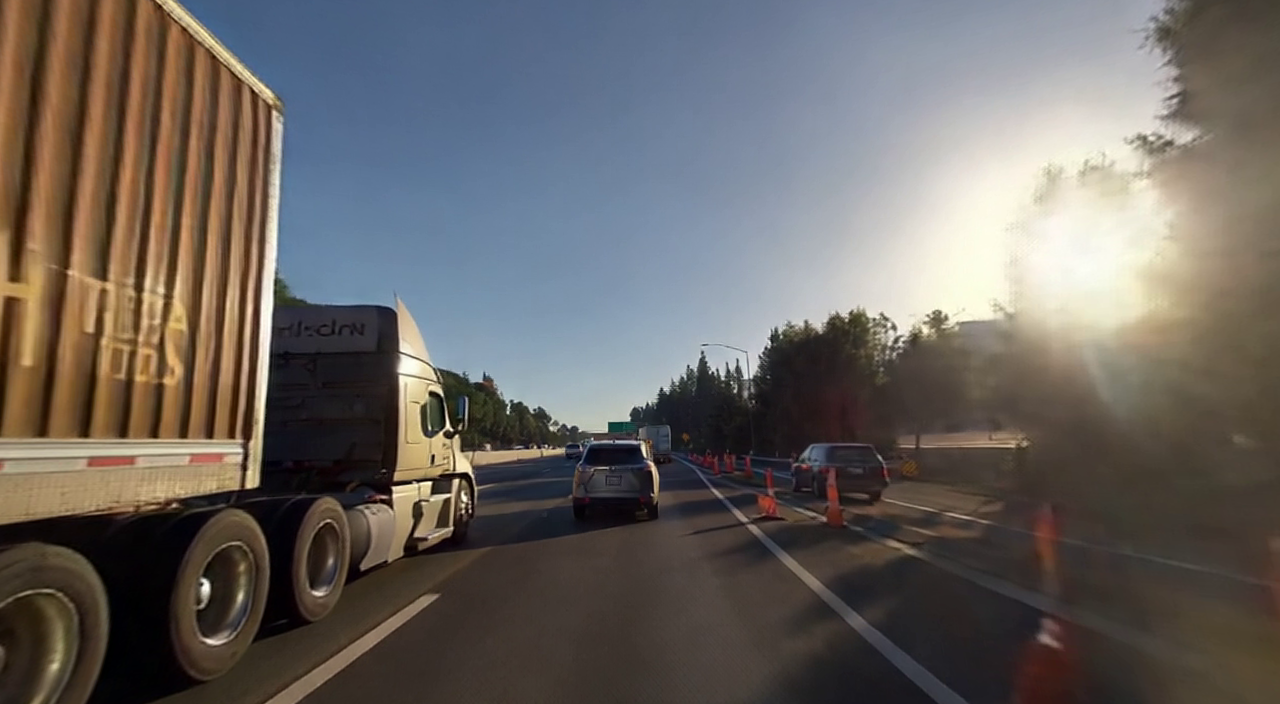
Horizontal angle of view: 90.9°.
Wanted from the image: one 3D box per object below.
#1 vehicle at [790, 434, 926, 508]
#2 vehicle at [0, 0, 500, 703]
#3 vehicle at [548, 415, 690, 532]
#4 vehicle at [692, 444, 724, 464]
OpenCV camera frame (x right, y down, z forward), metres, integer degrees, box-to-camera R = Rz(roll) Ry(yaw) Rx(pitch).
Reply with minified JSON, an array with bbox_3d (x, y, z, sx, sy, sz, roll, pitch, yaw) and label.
[{"bbox_3d":[5.239,2.900,15.792,1.937,1.601,3.798,0,-9,-2],"label":"vehicle"},{"bbox_3d":[-3.703,-0.331,2.300,2.857,4.063,16.026,0,-8,0],"label":"vehicle"},{"bbox_3d":[-0.326,2.156,11.665,2.152,1.779,3.924,0,-9,0],"label":"vehicle"},{"bbox_3d":[5.260,8.021,49.533,1.918,1.479,4.571,0,-9,-1],"label":"vehicle"}]
